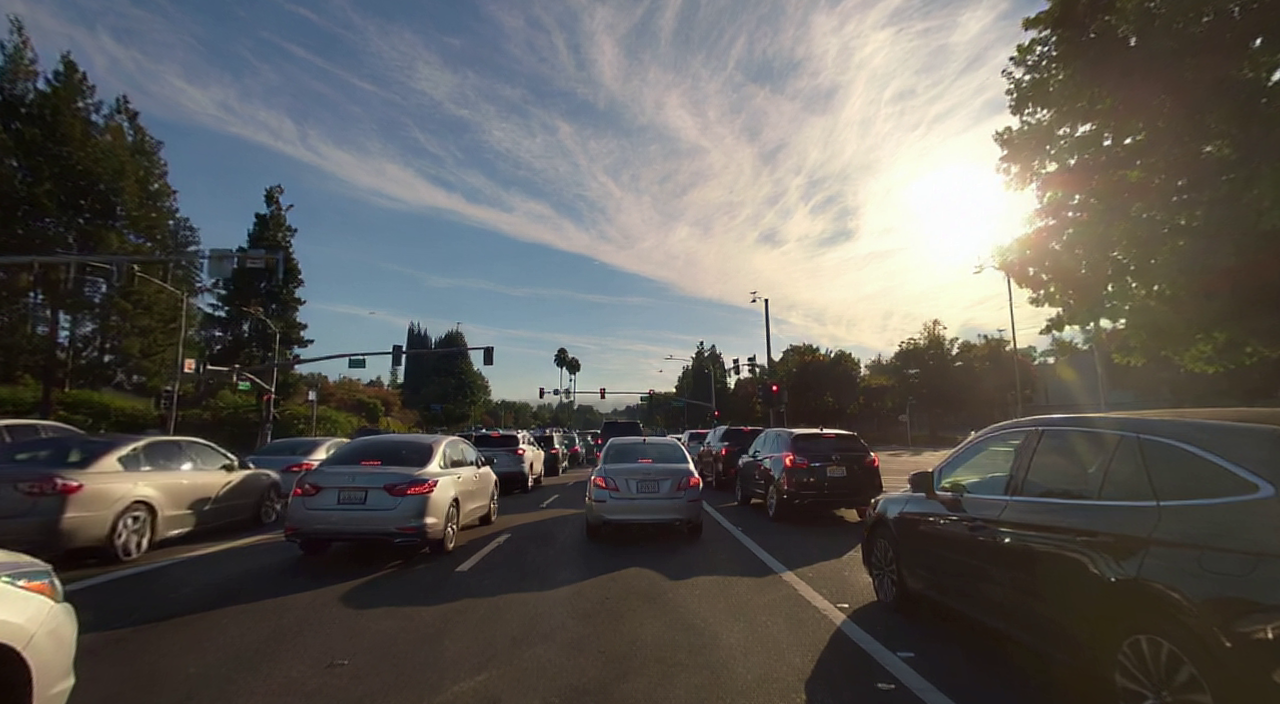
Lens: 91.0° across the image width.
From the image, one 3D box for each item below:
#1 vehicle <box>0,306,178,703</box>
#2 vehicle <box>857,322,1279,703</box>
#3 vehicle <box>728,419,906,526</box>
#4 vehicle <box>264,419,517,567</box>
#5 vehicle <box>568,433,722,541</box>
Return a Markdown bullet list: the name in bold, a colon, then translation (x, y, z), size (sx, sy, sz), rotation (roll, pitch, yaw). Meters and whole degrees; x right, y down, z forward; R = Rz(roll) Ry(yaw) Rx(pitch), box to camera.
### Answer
- **vehicle**: translation (-3.200, 0.497, 0.603), size (2.079, 1.756, 4.676), rotation (0, -8, -2)
- **vehicle**: translation (3.155, 0.989, 3.738), size (2.074, 1.685, 4.387), rotation (0, -8, -1)
- **vehicle**: translation (3.072, 2.196, 12.018), size (2.106, 1.667, 4.101), rotation (0, -8, -1)
- **vehicle**: translation (-3.061, 1.811, 8.895), size (1.896, 1.546, 4.378), rotation (0, -8, -2)
- **vehicle**: translation (0.004, 2.098, 10.424), size (2.076, 1.438, 3.770), rotation (0, -8, -2)
